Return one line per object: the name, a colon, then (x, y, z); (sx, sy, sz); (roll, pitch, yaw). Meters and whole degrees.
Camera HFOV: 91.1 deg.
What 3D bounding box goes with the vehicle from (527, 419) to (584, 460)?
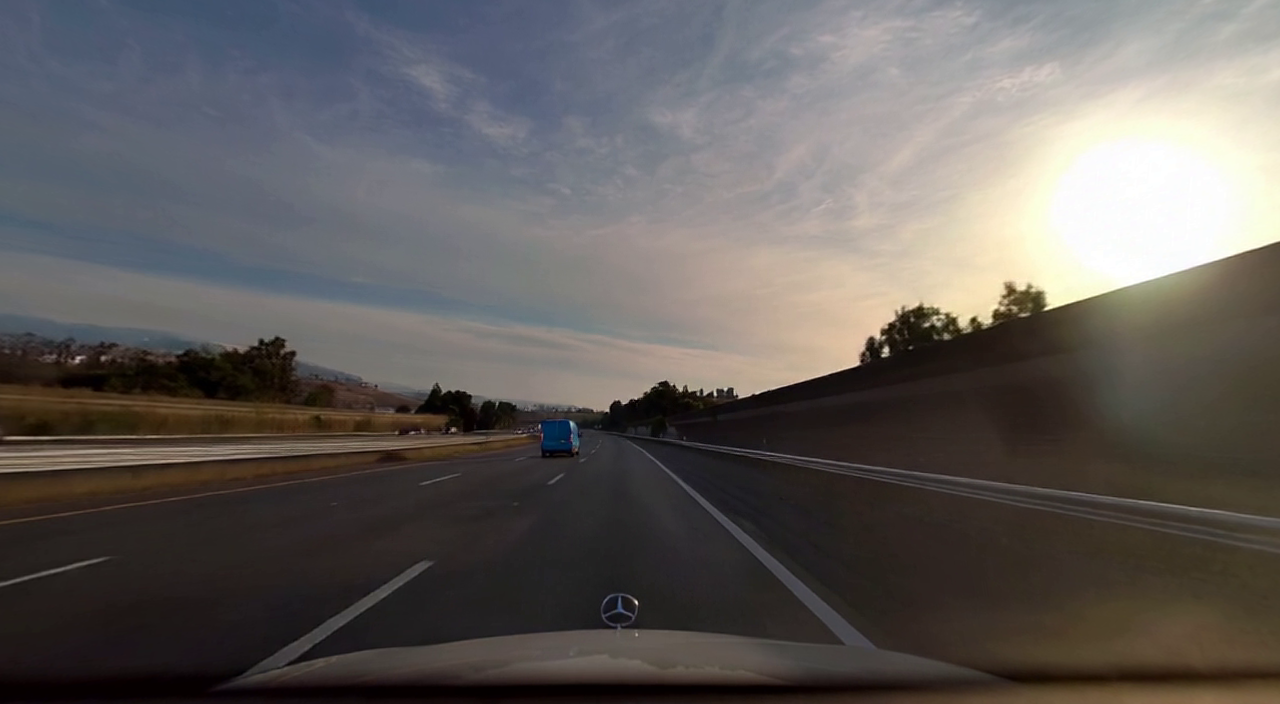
vehicle: (-4.429, 4.679, 33.726); (2.309, 2.053, 4.884); (0, -8, 1)
